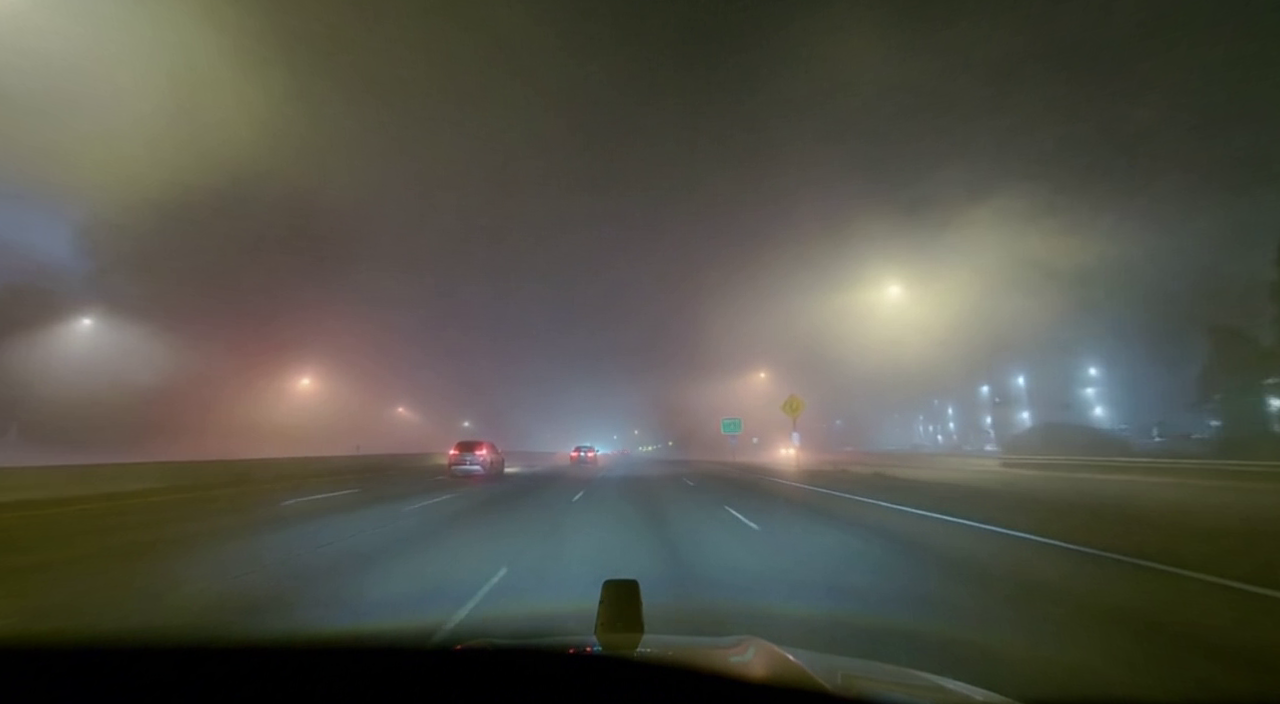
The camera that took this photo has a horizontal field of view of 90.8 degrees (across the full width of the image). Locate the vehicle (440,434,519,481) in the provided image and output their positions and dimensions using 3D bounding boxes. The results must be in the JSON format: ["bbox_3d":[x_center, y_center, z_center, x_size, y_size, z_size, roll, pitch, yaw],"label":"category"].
[{"bbox_3d":[-6.602,4.401,26.616,2.015,1.762,4.790,0,-9,1],"label":"vehicle"}]

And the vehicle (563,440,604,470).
[{"bbox_3d":[-3.303,6.129,37.864,2.027,1.697,4.307,0,-8,0],"label":"vehicle"}]
